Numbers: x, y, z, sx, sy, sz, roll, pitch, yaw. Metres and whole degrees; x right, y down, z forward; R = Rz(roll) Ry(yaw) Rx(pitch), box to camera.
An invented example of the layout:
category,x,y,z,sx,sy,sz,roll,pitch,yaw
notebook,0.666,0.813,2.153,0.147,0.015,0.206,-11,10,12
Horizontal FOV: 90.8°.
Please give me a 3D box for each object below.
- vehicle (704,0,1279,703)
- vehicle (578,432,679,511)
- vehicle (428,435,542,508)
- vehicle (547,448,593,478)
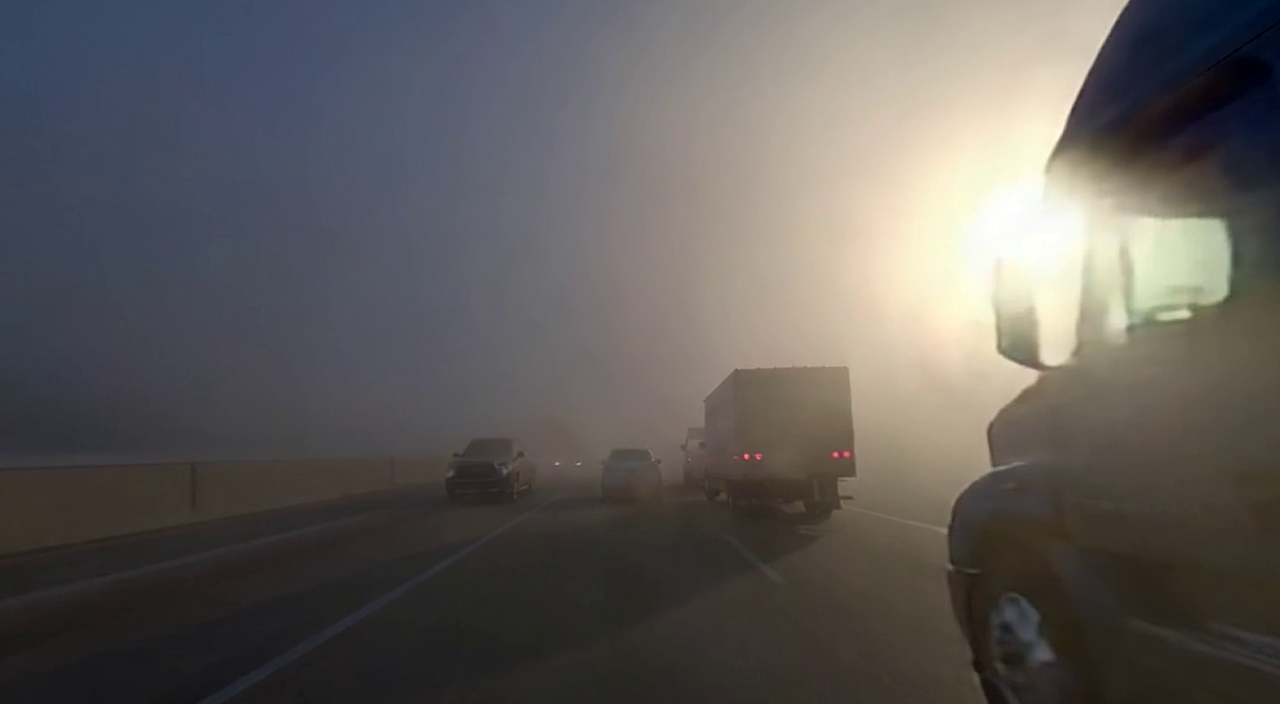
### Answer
category,x,y,z,sx,sy,sz,roll,pitch,yaw
vehicle,2.932,0.167,5.935,2.934,4.123,15.785,0,-9,0
vehicle,-0.275,2.938,15.923,2.201,1.719,4.058,0,-9,-1
vehicle,-4.043,3.188,17.245,2.074,1.717,4.089,0,-9,0
vehicle,-3.771,6.087,34.809,1.980,1.499,3.944,0,-9,1
